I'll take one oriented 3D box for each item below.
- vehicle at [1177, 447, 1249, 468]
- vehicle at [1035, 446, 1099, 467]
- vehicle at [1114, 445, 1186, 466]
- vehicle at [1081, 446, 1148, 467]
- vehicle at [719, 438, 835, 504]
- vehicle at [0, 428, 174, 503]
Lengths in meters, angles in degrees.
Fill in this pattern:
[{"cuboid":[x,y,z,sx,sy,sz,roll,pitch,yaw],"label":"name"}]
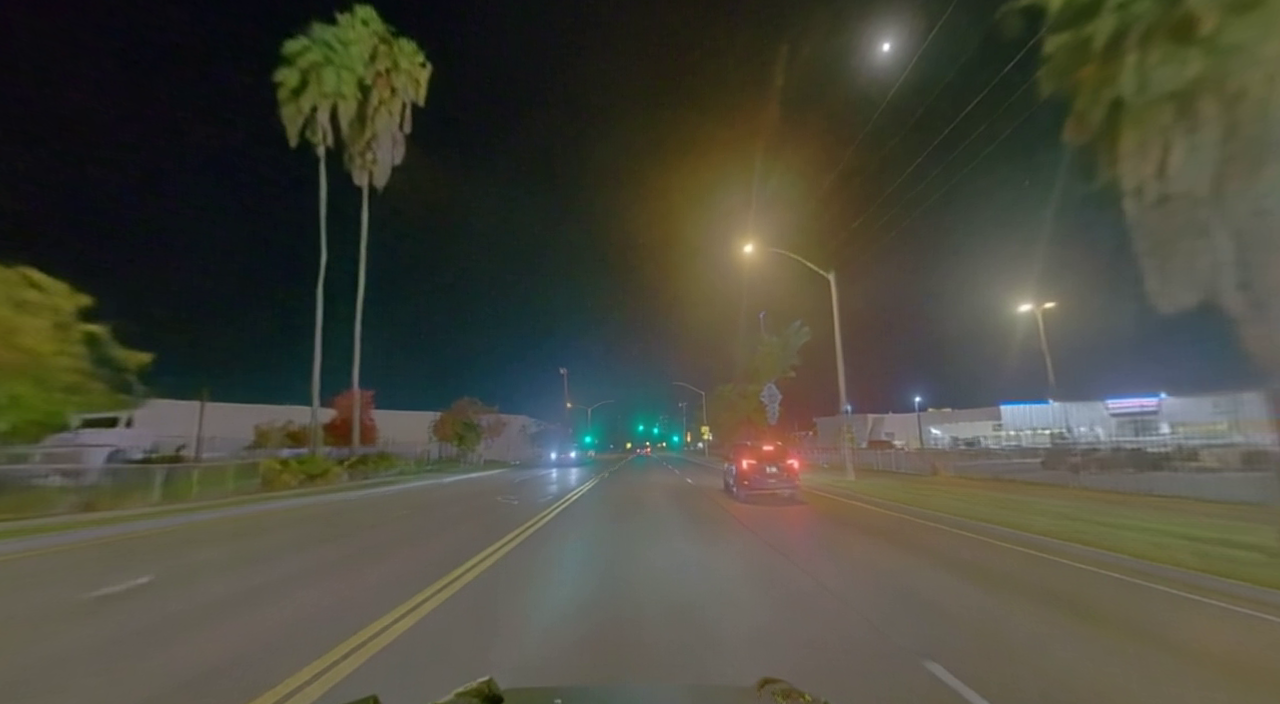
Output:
[{"cuboid":[44.671,8.190,49.036,1.776,1.502,4.088,2,-8,0],"label":"vehicle"},{"cuboid":[32.849,8.017,48.456,1.851,1.522,4.665,0,-8,2],"label":"vehicle"},{"cuboid":[39.168,7.945,48.361,1.869,1.516,4.343,0,-8,0],"label":"vehicle"},{"cuboid":[36.004,7.897,47.762,1.784,1.509,4.273,0,-8,2],"label":"vehicle"},{"cuboid":[3.575,3.200,17.386,2.148,1.562,4.642,0,-8,0],"label":"vehicle"},{"cuboid":[-18.032,3.381,19.040,5.894,2.071,2.464,8,-11,-41],"label":"vehicle"}]
